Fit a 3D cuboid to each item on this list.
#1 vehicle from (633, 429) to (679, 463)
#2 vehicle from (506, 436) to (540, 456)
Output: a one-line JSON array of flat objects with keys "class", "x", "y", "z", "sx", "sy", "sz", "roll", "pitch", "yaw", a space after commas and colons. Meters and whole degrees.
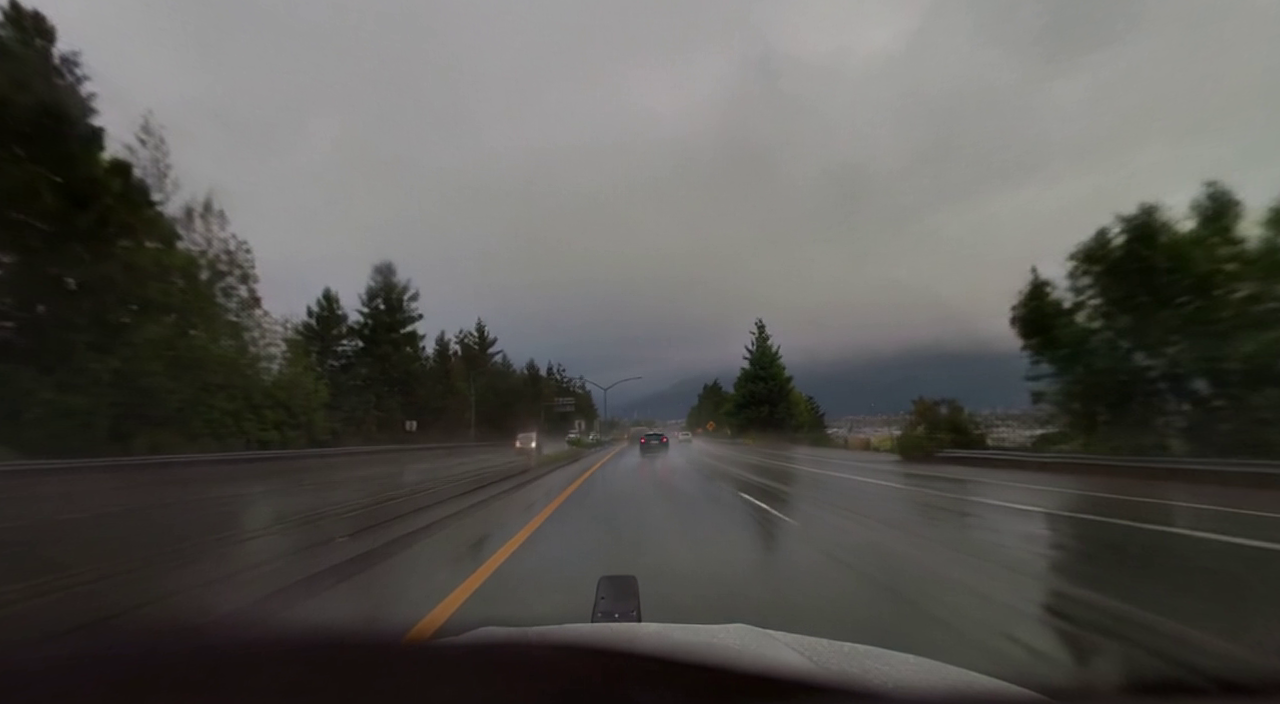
[{"class": "vehicle", "x": 0.681, "y": 4.504, "z": 30.328, "sx": 2.046, "sy": 1.526, "sz": 3.903, "roll": 0, "pitch": -8, "yaw": -1}, {"class": "vehicle", "x": -8.721, "y": 7.016, "z": 47.071, "sx": 1.845, "sy": 1.478, "sz": 3.431, "roll": 0, "pitch": -8, "yaw": 0}]
